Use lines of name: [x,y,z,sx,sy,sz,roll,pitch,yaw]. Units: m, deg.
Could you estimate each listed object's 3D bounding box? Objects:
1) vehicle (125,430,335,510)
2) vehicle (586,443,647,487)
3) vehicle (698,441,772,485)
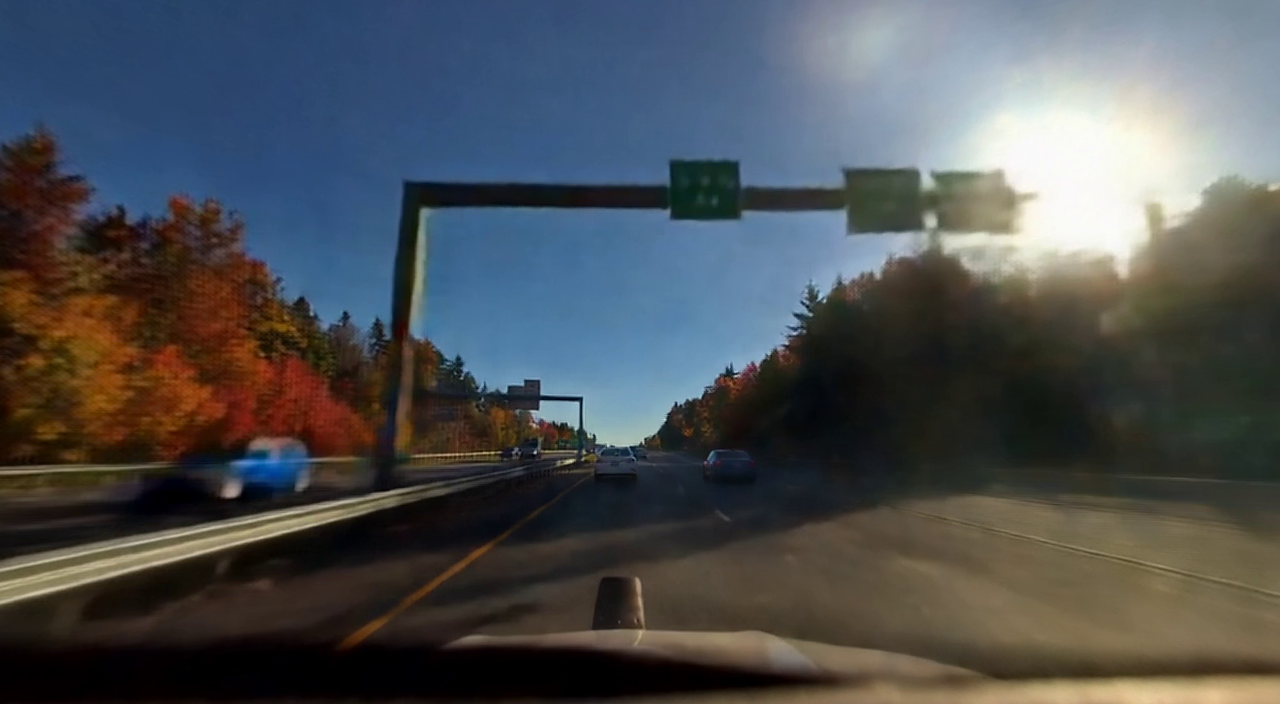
vehicle: [-9.013,2.623,14.355,1.933,1.510,4.352,0,-9,-2]
vehicle: [-0.858,4.324,24.382,2.128,1.516,4.410,0,-9,-1]
vehicle: [3.713,4.438,25.312,2.300,1.595,4.144,-1,-9,0]
